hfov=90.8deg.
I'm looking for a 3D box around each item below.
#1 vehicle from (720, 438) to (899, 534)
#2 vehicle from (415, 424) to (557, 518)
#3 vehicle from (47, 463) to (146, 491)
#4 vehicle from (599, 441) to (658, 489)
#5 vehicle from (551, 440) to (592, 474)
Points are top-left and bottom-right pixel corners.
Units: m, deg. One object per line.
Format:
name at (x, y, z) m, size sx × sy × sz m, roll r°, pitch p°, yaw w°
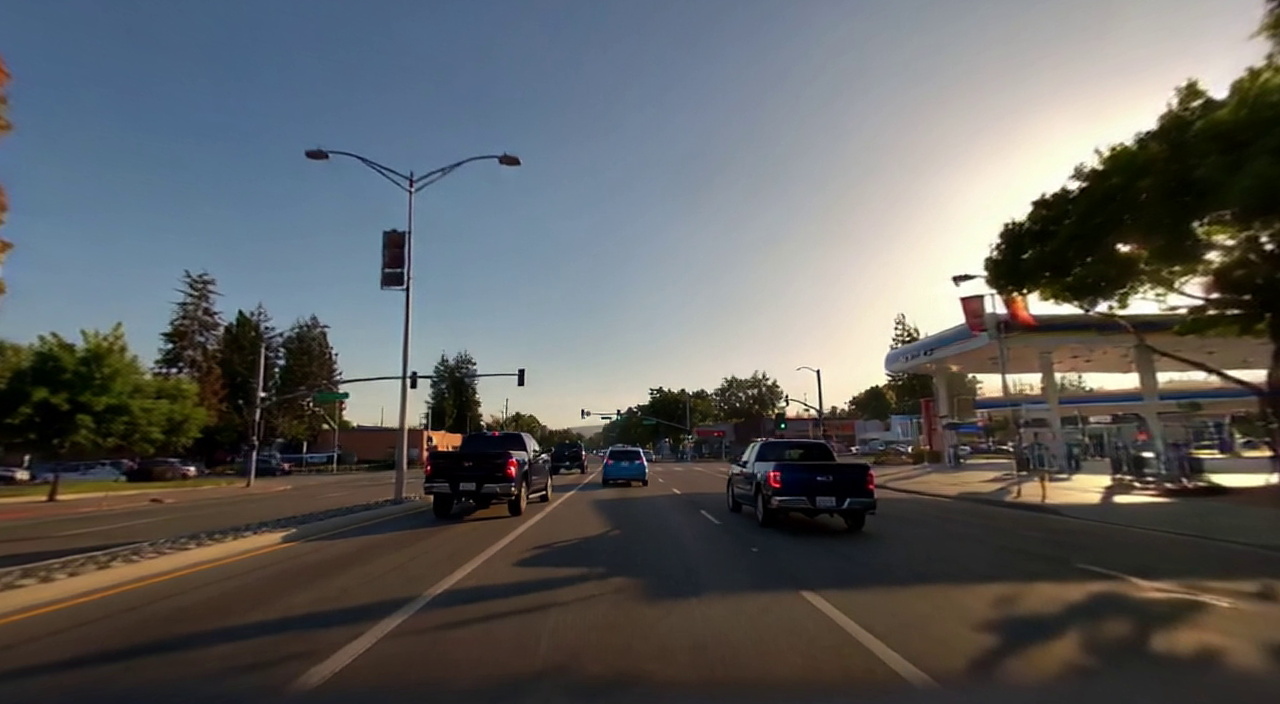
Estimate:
vehicle at (2.952, 2.441, 12.220) m, size 2.061 × 1.487 × 4.462 m, roll 0°, pitch -9°, yaw -2°
vehicle at (-3.532, 2.858, 15.814) m, size 2.195 × 1.905 × 5.634 m, roll 0°, pitch -9°, yaw -1°
vehicle at (-36.167, 8.272, 42.146) m, size 1.929 × 1.636 × 4.589 m, roll -7°, pitch -11°, yaw 38°
vehicle at (-0.436, 4.169, 23.608) m, size 2.029 × 1.605 × 3.827 m, roll 0°, pitch -9°, yaw -2°
vehicle at (-4.377, 6.804, 41.116) m, size 2.321 × 2.026 × 5.307 m, roll 0°, pitch -9°, yaw -3°
